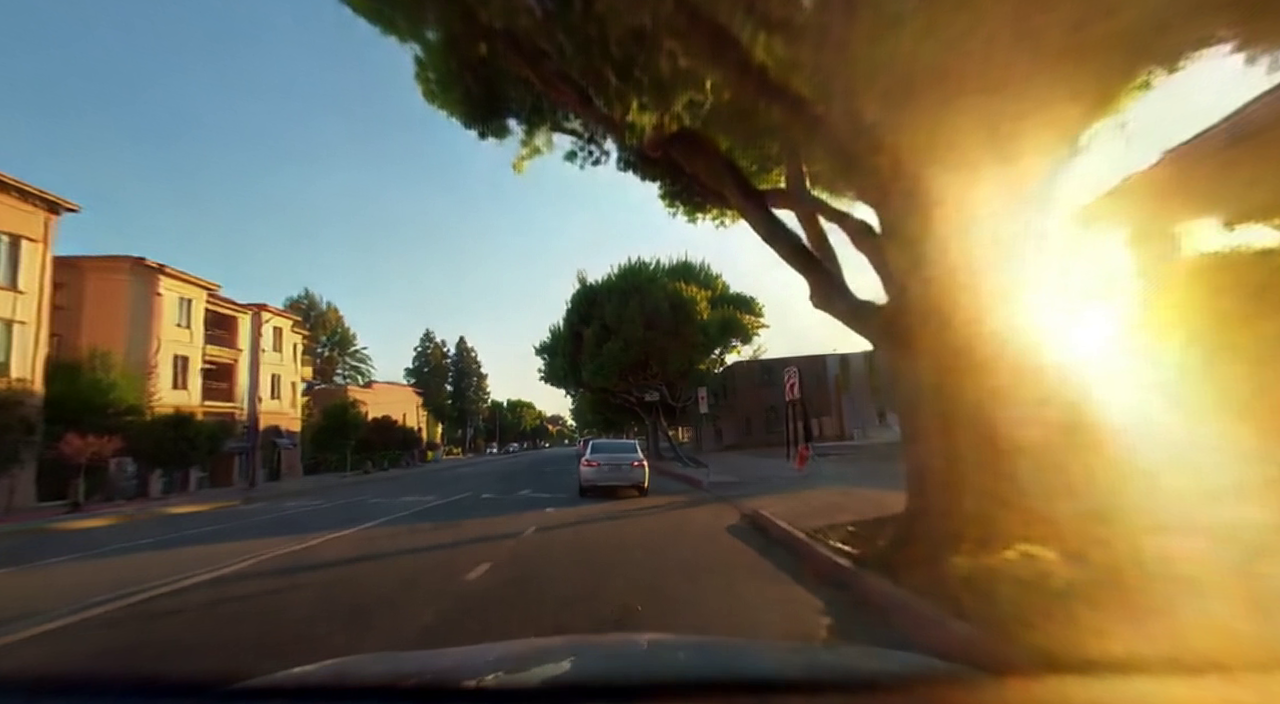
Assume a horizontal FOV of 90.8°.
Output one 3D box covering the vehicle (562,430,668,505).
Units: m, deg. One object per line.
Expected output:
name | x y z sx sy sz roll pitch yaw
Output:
vehicle | -0.606 2.651 14.959 2.116 1.479 4.358 0 -8 -3
